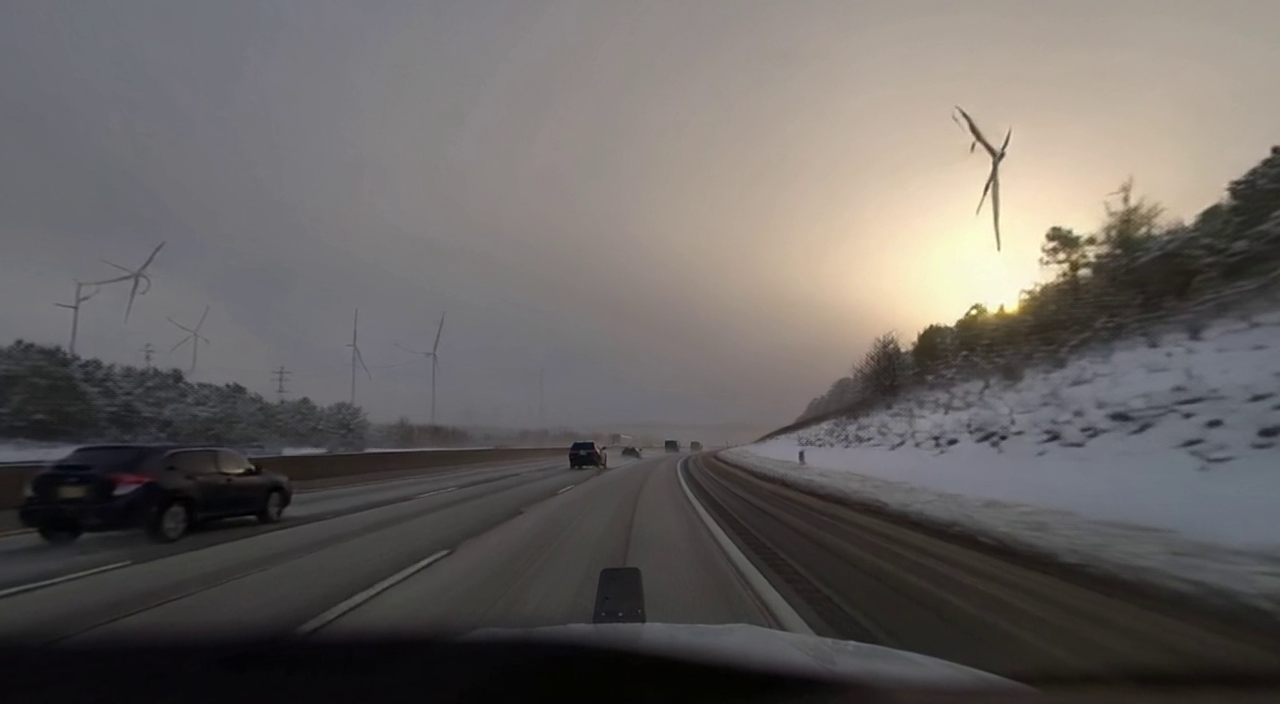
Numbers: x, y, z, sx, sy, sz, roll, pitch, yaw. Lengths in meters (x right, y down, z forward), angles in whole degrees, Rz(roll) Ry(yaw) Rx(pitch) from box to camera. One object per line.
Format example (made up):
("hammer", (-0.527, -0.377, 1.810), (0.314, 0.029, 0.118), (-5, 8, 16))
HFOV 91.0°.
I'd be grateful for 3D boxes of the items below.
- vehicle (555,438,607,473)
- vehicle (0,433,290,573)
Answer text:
("vehicle", (-3.039, 5.492, 33.664), (2.118, 1.702, 4.355), (-1, -9, 3))
("vehicle", (-7.681, 2.052, 9.477), (2.015, 1.537, 4.728), (0, -9, 2))
